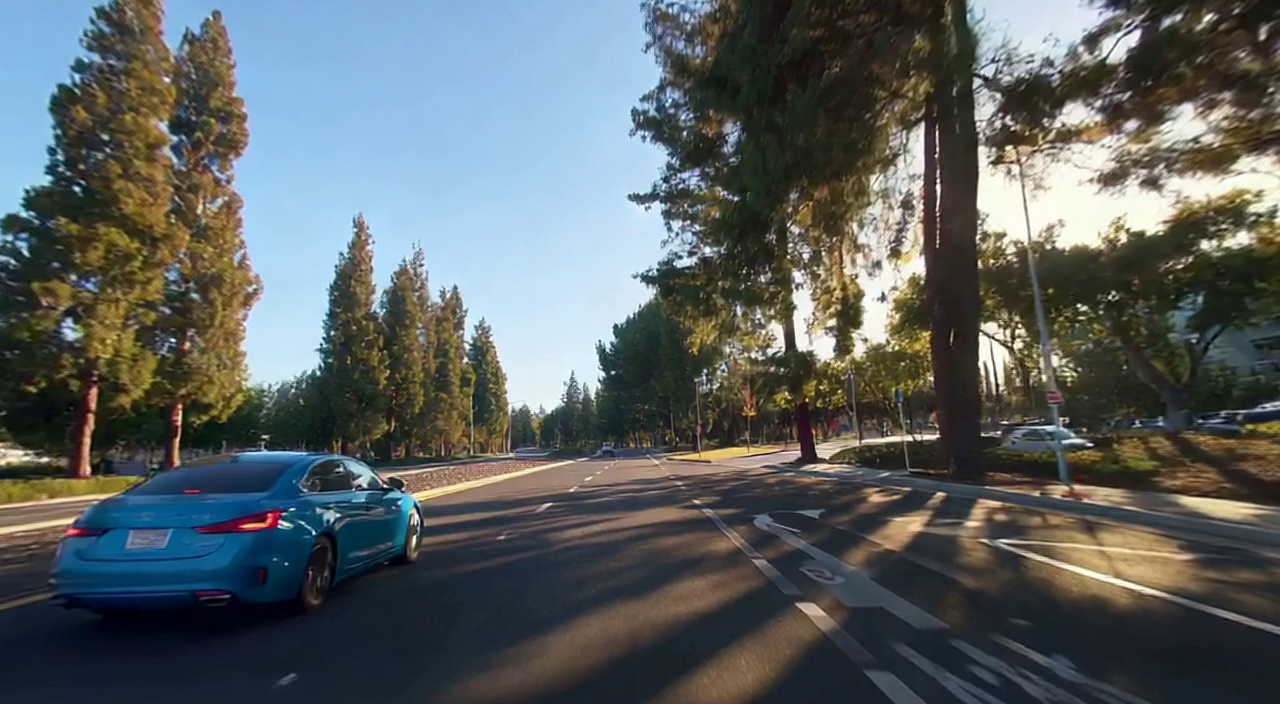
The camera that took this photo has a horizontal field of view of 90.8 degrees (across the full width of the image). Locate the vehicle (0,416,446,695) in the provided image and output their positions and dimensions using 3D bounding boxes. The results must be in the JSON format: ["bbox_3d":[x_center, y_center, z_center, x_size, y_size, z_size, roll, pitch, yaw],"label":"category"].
[{"bbox_3d":[-3.322,1.386,5.472,1.964,1.472,4.078,0,-8,0],"label":"vehicle"}]
